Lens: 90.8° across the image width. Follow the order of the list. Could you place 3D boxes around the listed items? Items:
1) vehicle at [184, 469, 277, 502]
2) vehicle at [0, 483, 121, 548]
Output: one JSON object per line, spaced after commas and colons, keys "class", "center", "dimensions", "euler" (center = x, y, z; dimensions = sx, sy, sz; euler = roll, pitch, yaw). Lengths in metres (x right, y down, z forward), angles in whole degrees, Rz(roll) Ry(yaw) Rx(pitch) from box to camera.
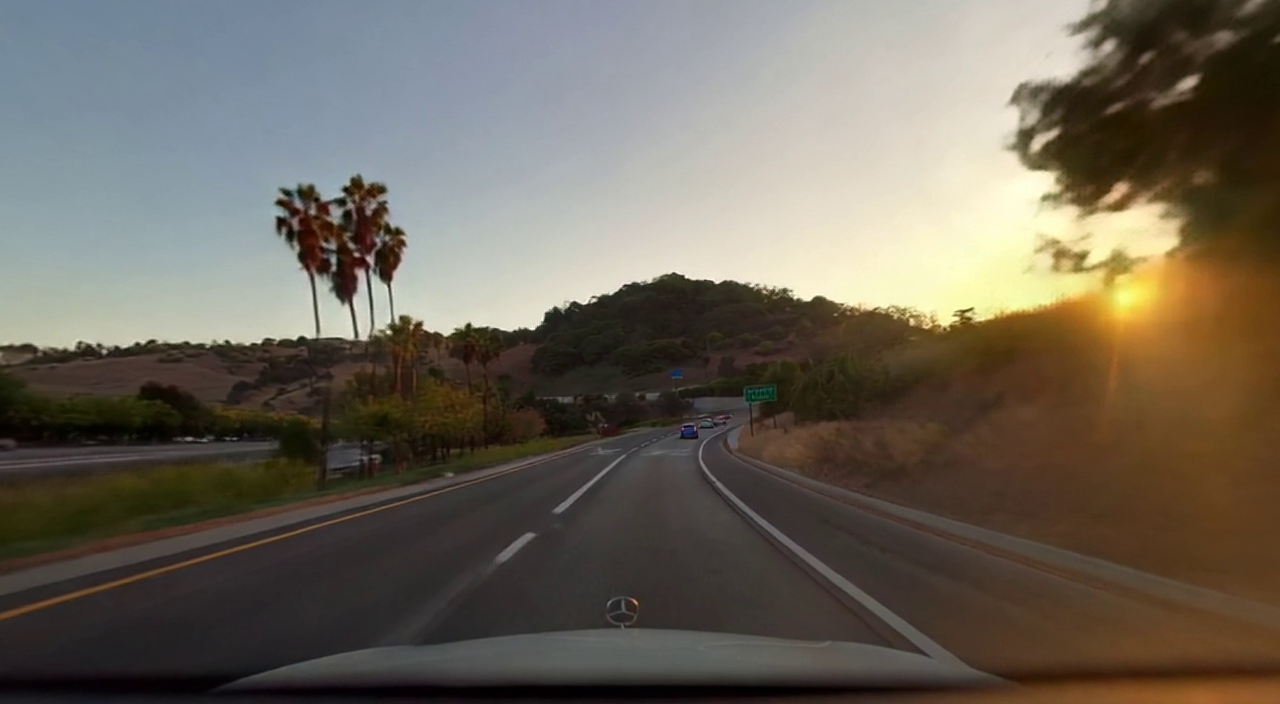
{"class": "vehicle", "center": [-26.100, 8.494, 40.567], "dimensions": [2.281, 1.759, 5.531], "euler": [0, -9, -1]}
{"class": "vehicle", "center": [-20.445, 5.437, 21.383], "dimensions": [1.956, 1.716, 4.330], "euler": [-1, -9, 1]}
